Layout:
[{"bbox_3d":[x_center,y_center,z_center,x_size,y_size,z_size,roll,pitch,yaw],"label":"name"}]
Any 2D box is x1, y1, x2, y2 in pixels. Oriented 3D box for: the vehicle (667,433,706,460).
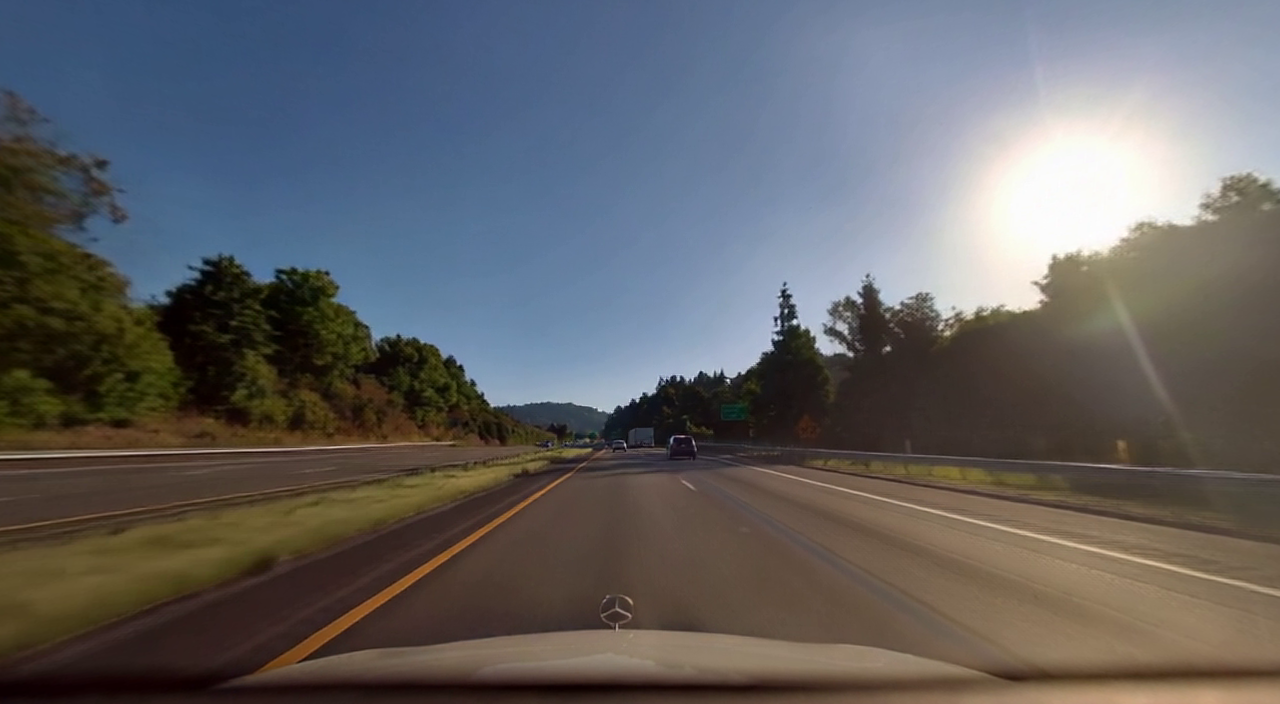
[{"bbox_3d":[2.974,6.172,41.358,2.085,1.681,4.436,0,-8,-2],"label":"vehicle"}]
